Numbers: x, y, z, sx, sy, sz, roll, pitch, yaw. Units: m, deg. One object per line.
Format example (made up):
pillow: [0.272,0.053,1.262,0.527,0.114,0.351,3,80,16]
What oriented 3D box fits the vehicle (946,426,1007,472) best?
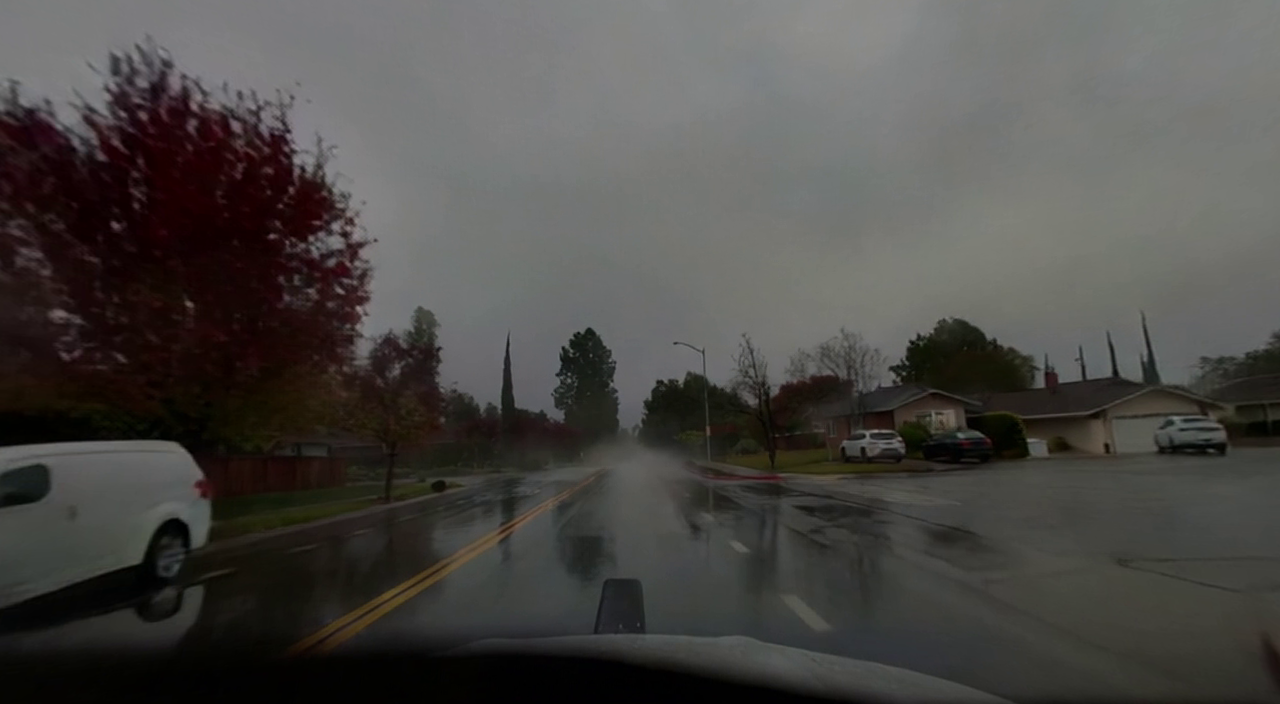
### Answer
vehicle: [13.860,3.986,25.924,1.860,1.697,4.292,-5,-10,30]

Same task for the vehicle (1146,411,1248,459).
vehicle: [21.836,3.295,24.961,1.956,1.632,3.922,-9,-11,27]

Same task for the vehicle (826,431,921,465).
vehicle: [9.431,3.961,26.020,1.922,1.263,4.664,0,-9,-3]

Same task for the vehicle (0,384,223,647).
vehicle: [-6.779,1.697,6.529,2.057,2.317,4.386,-6,-9,-1]
